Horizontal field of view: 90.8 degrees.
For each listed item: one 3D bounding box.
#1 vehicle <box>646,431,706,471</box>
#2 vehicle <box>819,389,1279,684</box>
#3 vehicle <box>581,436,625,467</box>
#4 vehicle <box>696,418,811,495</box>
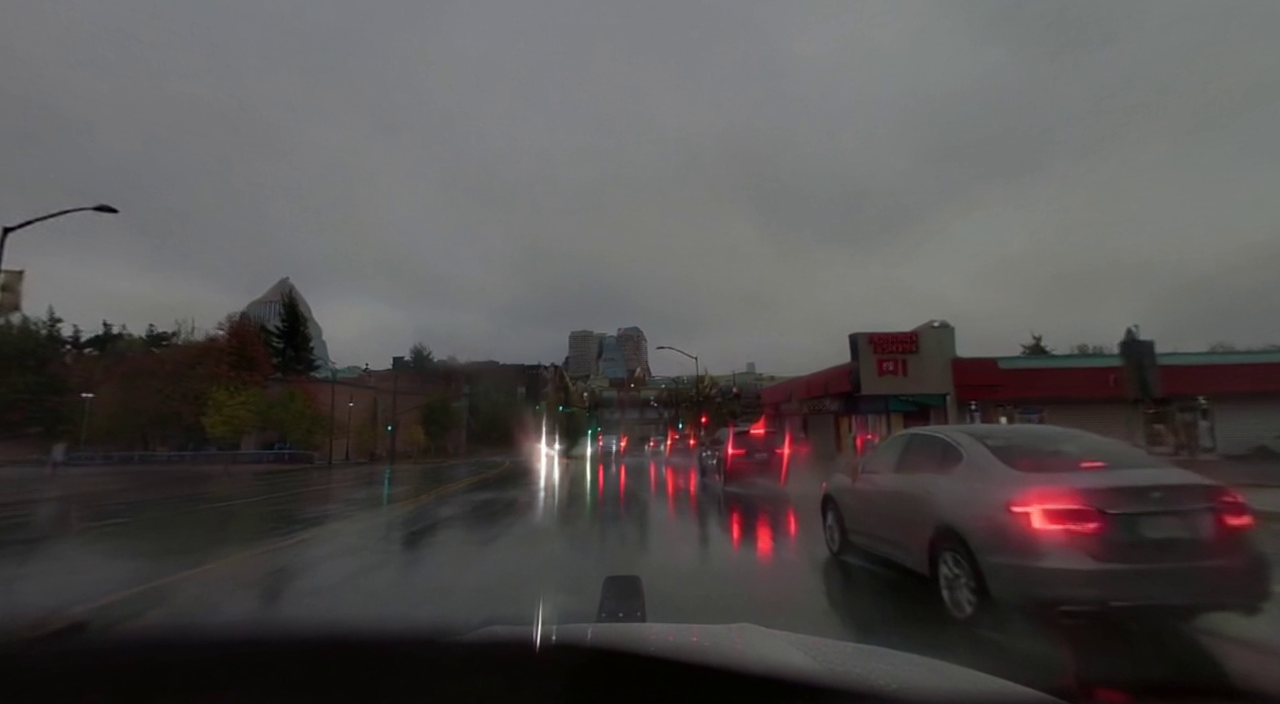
[{"bbox_3d":[1.631,4.714,30.468,2.216,1.750,4.520,0,-8,-6],"label":"vehicle"},{"bbox_3d":[3.209,1.280,5.554,1.966,1.596,3.980,0,-8,-2],"label":"vehicle"},{"bbox_3d":[-1.996,5.202,33.049,2.068,1.512,3.987,1,-9,-6],"label":"vehicle"},{"bbox_3d":[2.852,2.761,16.983,2.046,1.768,4.370,0,-8,-3],"label":"vehicle"}]
